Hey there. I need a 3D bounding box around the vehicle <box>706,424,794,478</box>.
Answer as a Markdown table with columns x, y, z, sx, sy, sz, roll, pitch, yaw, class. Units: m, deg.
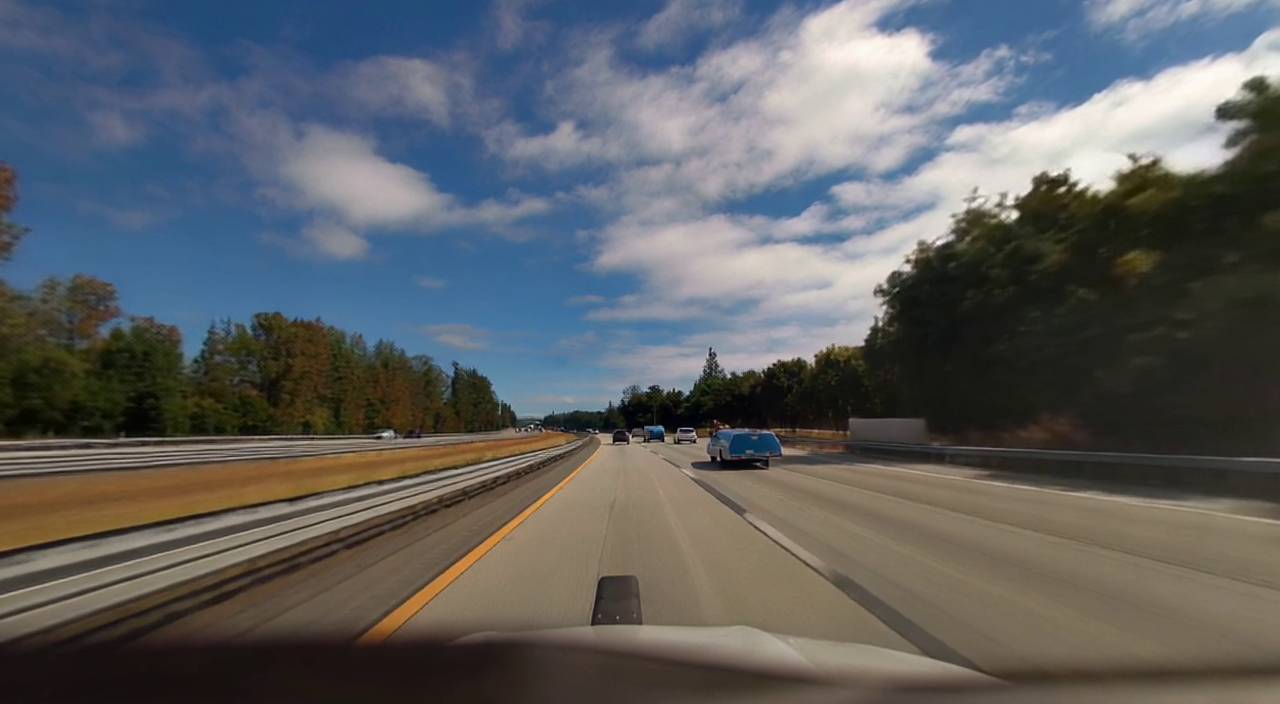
| x | y | z | sx | sy | sz | roll | pitch | yaw | class |
| --- | --- | --- | --- | --- | --- | --- | --- | --- | --- |
| 3.450 | 3.154 | 20.465 | 2.002 | 1.569 | 3.845 | 0 | -8 | -3 | vehicle |
